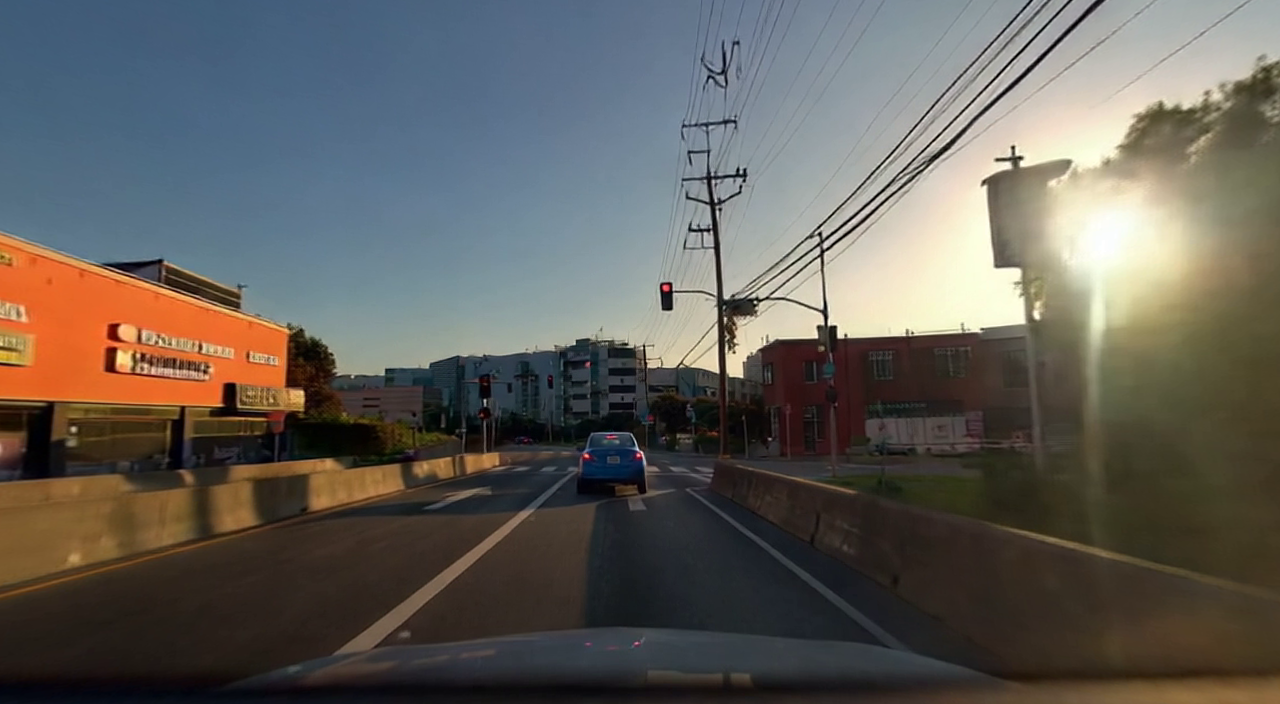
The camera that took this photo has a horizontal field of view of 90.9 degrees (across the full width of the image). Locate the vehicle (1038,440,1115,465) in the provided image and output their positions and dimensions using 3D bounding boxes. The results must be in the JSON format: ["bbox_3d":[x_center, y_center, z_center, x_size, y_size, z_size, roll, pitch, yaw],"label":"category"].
[{"bbox_3d":[27.560,6.322,39.901,1.635,1.433,3.558,5,-9,-31],"label":"vehicle"}]

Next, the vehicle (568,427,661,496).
[{"bbox_3d":[-0.619,2.773,16.338,2.123,1.566,3.662,0,-8,-1],"label":"vehicle"}]
